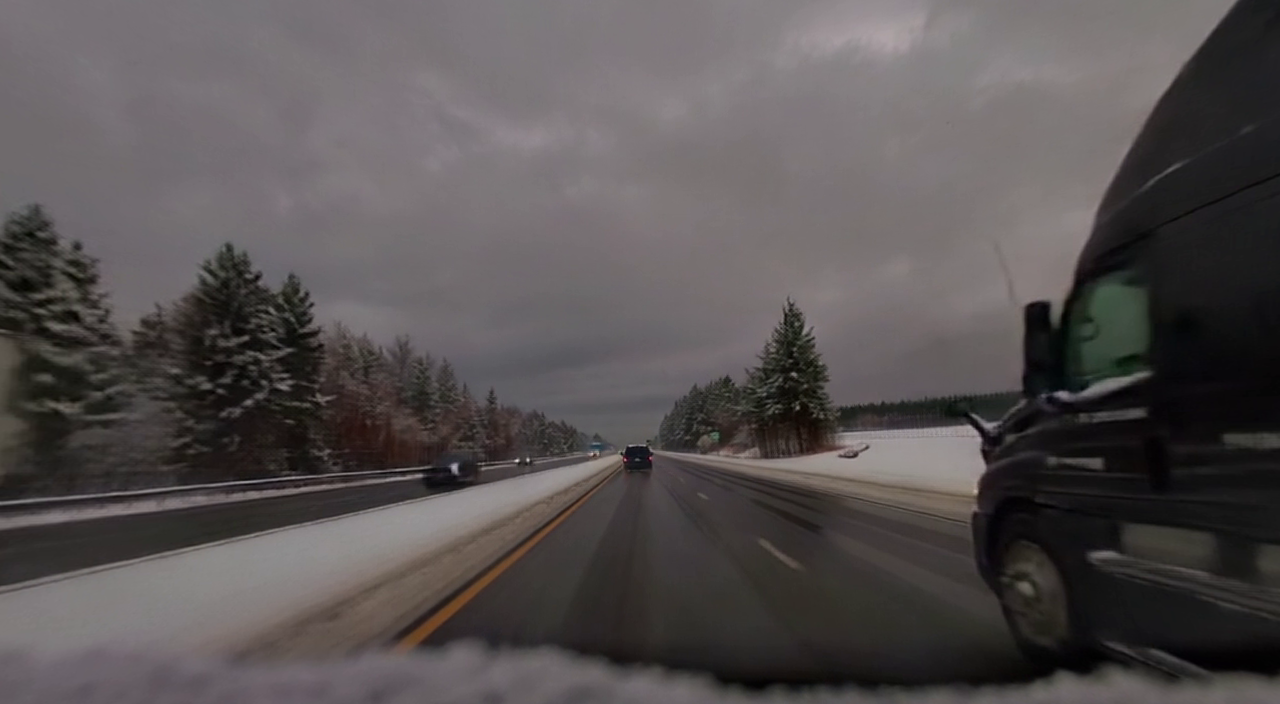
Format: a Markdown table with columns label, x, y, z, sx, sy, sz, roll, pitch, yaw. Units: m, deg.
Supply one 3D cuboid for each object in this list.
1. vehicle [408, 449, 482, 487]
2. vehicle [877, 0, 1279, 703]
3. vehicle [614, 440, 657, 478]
| label | x | y | z | sx | sy | sz | roll | pitch | yaw |
| --- | --- | --- | --- | --- | --- | --- | --- | --- | --- |
| vehicle | -8.711 | 5.205 | 28.556 | 2.014 | 1.567 | 4.117 | 0 | -9 | 0 |
| vehicle | 4.222 | 0.074 | 4.227 | 2.945 | 3.903 | 5.826 | 0 | -9 | 1 |
| vehicle | -0.215 | 5.645 | 33.298 | 2.105 | 1.865 | 4.102 | 0 | -9 | 0 |
